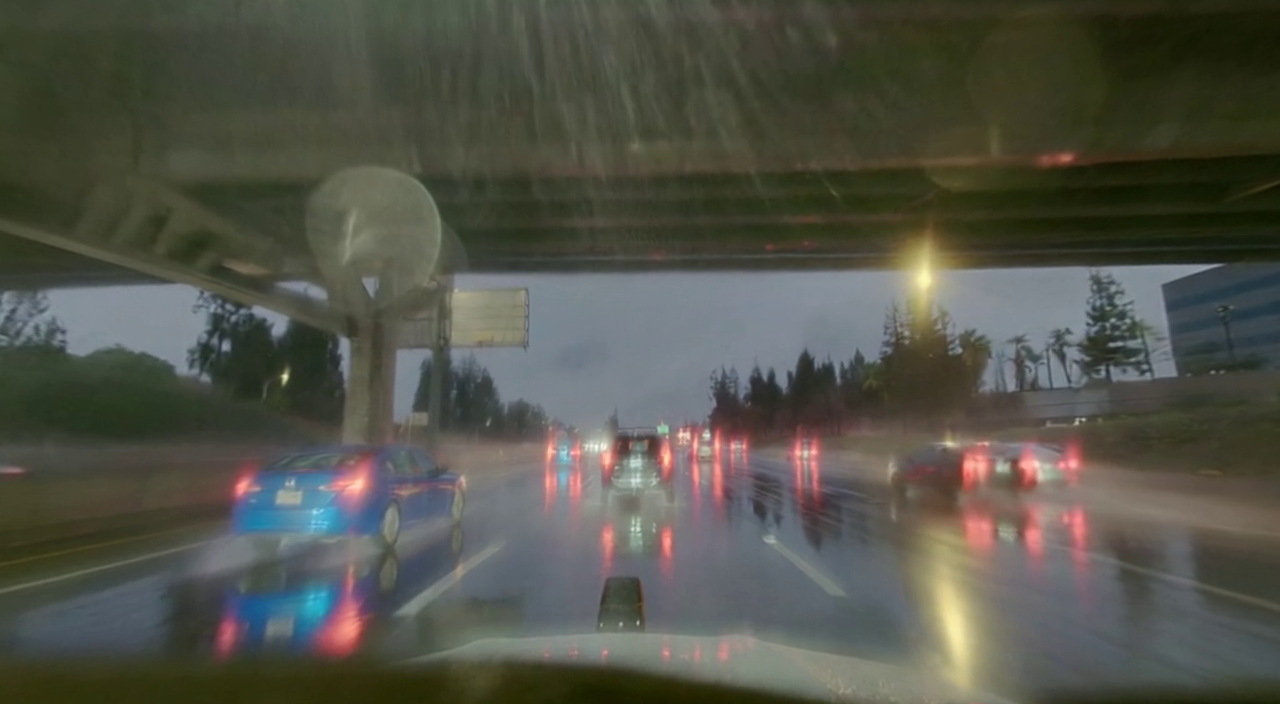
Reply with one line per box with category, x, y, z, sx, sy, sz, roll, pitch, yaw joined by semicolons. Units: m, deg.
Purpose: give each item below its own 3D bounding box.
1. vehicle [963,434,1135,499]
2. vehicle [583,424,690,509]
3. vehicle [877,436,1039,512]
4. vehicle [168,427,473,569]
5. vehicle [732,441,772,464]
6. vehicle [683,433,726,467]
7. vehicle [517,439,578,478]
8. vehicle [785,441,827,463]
vehicle;11.478;3.226;18.139;1.992;1.625;4.359;0;-9;0
vehicle;-0.060;2.651;14.924;2.181;1.697;4.021;0;-9;0
vehicle;7.194;2.769;14.722;1.880;1.526;3.641;0;-9;0
vehicle;-4.009;1.895;8.980;1.974;1.478;4.412;0;-9;1
vehicle;7.704;6.967;43.847;1.963;1.482;4.436;0;-9;0
vehicle;3.793;5.855;37.809;2.069;1.876;4.447;0;-9;0
vehicle;-3.902;4.574;27.341;1.947;1.516;4.295;0;-9;1
vehicle;11.805;7.141;45.027;1.868;1.468;4.168;0;-9;0
